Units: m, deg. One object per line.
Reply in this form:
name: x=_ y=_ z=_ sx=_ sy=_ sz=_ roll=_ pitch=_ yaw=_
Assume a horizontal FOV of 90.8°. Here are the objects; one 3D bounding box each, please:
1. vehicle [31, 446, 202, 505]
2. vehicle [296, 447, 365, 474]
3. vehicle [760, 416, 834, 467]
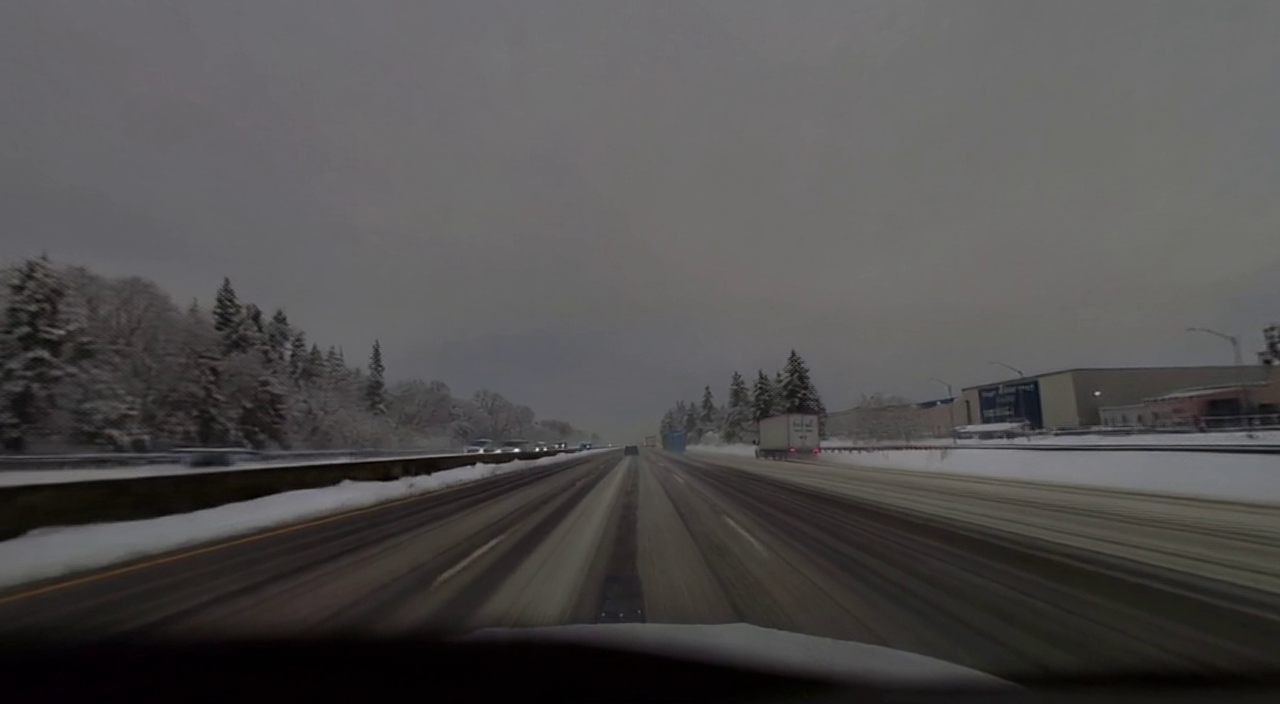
vehicle: x=-13.654 y=3.197 z=16.767 sx=1.541 sy=1.373 sz=3.408 roll=0 pitch=-9 yaw=1
vehicle: x=-17.139 y=6.010 z=35.231 sx=1.870 sy=1.399 sz=3.844 roll=0 pitch=-9 yaw=0
vehicle: x=11.221 y=6.605 z=46.285 sx=2.912 sy=3.293 sz=9.588 roll=0 pitch=-9 yaw=0
